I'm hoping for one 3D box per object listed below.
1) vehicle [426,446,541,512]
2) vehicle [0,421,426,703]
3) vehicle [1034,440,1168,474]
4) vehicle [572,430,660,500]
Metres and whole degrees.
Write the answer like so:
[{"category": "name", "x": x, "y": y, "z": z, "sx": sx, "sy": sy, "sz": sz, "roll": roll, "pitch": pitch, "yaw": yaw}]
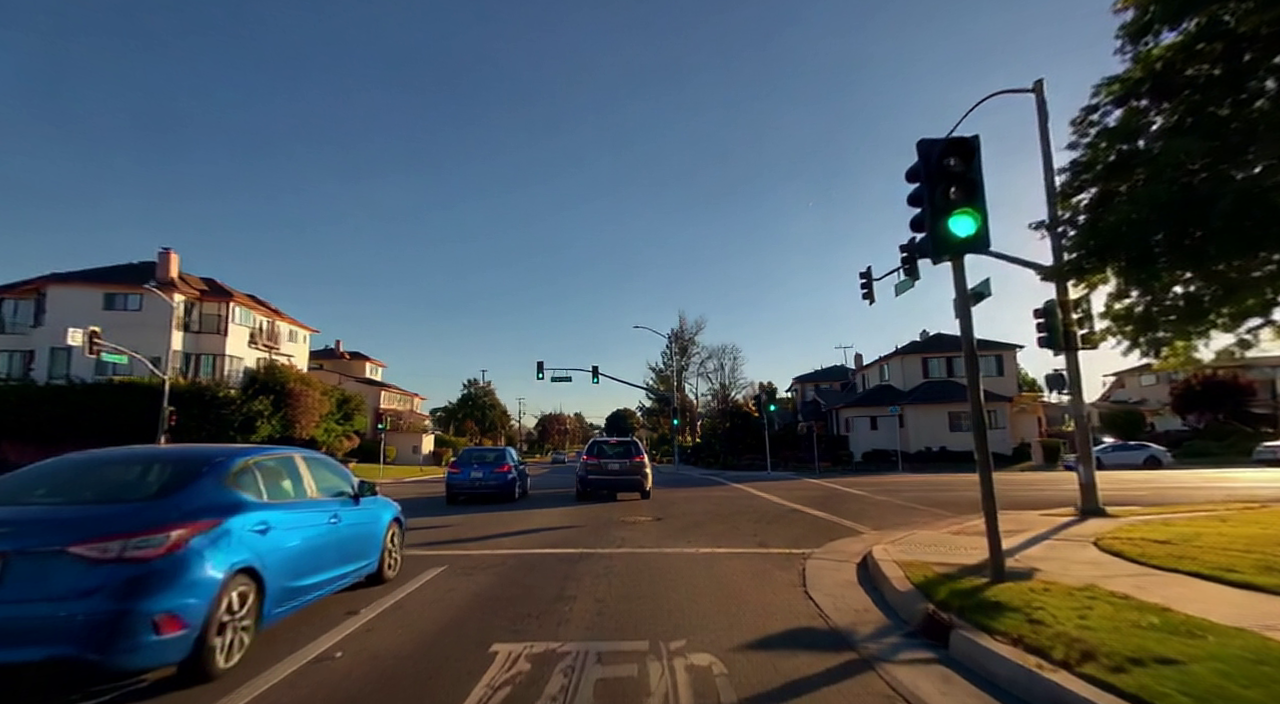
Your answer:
[{"category": "vehicle", "x": -3.885, "y": 3.205, "z": 16.493, "sx": 1.934, "sy": 1.459, "sz": 4.368, "roll": 0, "pitch": -9, "yaw": -1}, {"category": "vehicle", "x": -3.576, "y": 1.419, "z": 5.210, "sx": 1.977, "sy": 1.488, "sz": 4.741, "roll": 0, "pitch": -9, "yaw": 0}, {"category": "vehicle", "x": 20.542, "y": 4.694, "z": 28.330, "sx": 4.353, "sy": 1.431, "sz": 1.876, "roll": -2, "pitch": -9, "yaw": 13}, {"category": "vehicle", "x": -0.732, "y": 3.444, "z": 19.625, "sx": 2.396, "sy": 1.881, "sz": 4.606, "roll": 0, "pitch": -9, "yaw": -2}]
